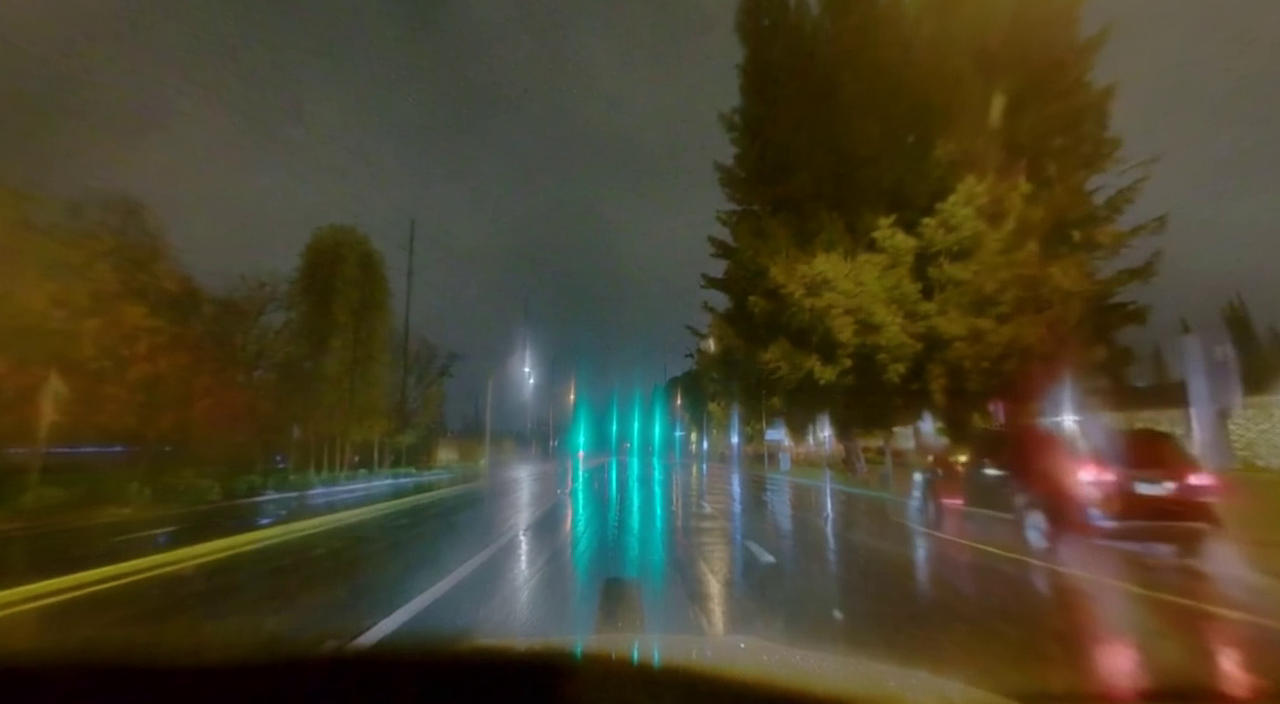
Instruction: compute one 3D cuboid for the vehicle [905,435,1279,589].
[{"bbox_3d":[6.018,2.070,9.081,2.282,1.566,4.705,-1,-9,-1],"label":"vehicle"}]
